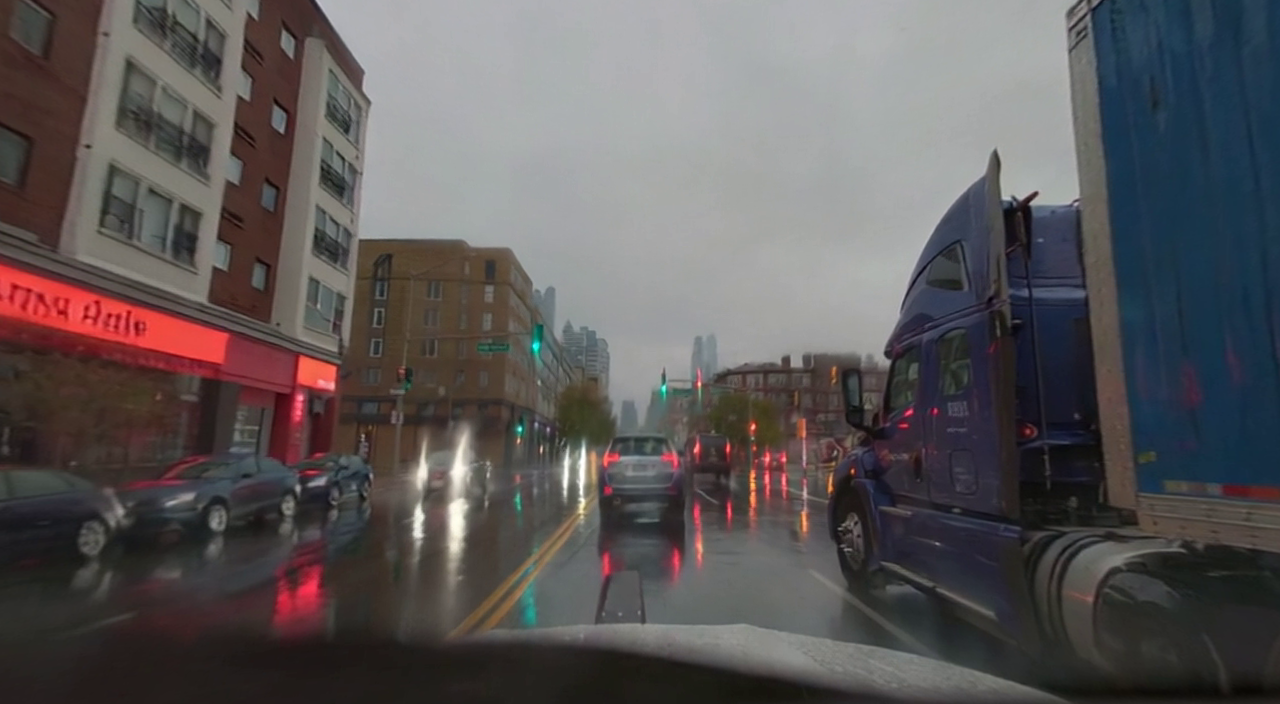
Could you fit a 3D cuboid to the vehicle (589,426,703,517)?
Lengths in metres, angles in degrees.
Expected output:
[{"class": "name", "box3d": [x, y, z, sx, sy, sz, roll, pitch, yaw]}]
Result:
[{"class": "vehicle", "box3d": [0.178, 2.735, 14.994, 2.283, 1.783, 4.548, 0, -8, 1]}]

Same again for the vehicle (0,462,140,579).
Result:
[{"class": "vehicle", "box3d": [-8.817, 2.122, 7.841, 1.805, 1.379, 4.359, 0, -8, -3]}]

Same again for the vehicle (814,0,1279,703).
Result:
[{"class": "vehicle", "box3d": [3.298, -0.217, 1.410, 2.913, 3.771, 9.716, 0, -8, -1]}]

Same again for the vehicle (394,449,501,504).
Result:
[{"class": "vehicle", "box3d": [-5.912, 3.853, 20.051, 1.947, 1.462, 4.640, 0, -8, 0]}]

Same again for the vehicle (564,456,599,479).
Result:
[{"class": "vehicle", "box3d": [-4.115, 8.213, 45.180, 2.152, 1.459, 4.484, 0, -8, 0]}]

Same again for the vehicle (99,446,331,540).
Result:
[{"class": "vehicle", "box3d": [-8.965, 2.943, 13.954, 2.084, 1.686, 4.422, 0, -8, -1]}]

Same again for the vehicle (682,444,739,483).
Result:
[{"class": "vehicle", "box3d": [3.251, 5.248, 30.138, 2.159, 1.696, 4.316, 0, -8, -1]}]
